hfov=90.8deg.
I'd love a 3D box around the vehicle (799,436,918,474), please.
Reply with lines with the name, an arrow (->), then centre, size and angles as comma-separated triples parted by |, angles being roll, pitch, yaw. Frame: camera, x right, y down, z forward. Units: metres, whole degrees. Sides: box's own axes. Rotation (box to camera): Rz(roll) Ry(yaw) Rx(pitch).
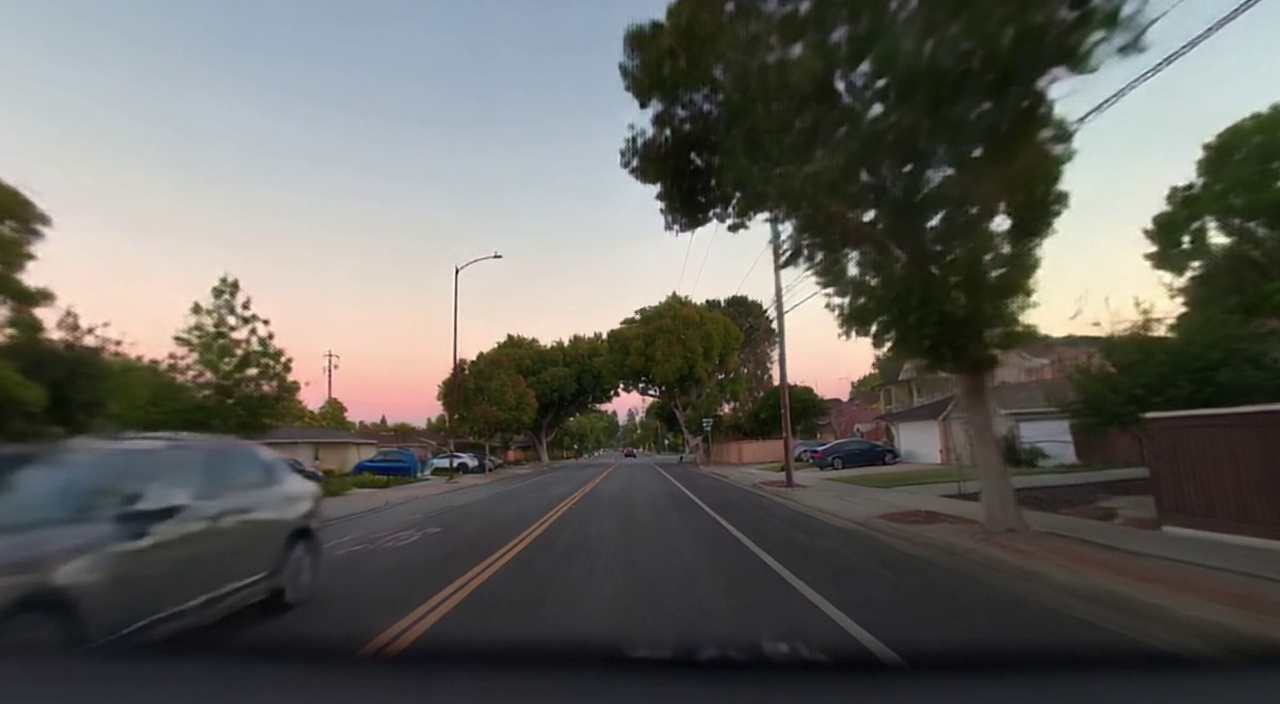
vehicle -> 10.509, 4.993, 30.631 | 4.908, 1.537, 2.065 | -1, -9, -6

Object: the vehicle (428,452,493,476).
vehicle -> -12.515, 7.840, 44.203 | 3.927, 1.560, 2.049 | 0, -9, -1

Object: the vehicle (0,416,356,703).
vehicle -> -3.821, 1.315, 4.273 | 1.935, 1.595, 3.972 | 0, -9, 0

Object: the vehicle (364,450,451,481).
vehicle -> -13.119, 6.420, 35.863 | 4.207, 1.648, 1.956 | 1, -9, -6
